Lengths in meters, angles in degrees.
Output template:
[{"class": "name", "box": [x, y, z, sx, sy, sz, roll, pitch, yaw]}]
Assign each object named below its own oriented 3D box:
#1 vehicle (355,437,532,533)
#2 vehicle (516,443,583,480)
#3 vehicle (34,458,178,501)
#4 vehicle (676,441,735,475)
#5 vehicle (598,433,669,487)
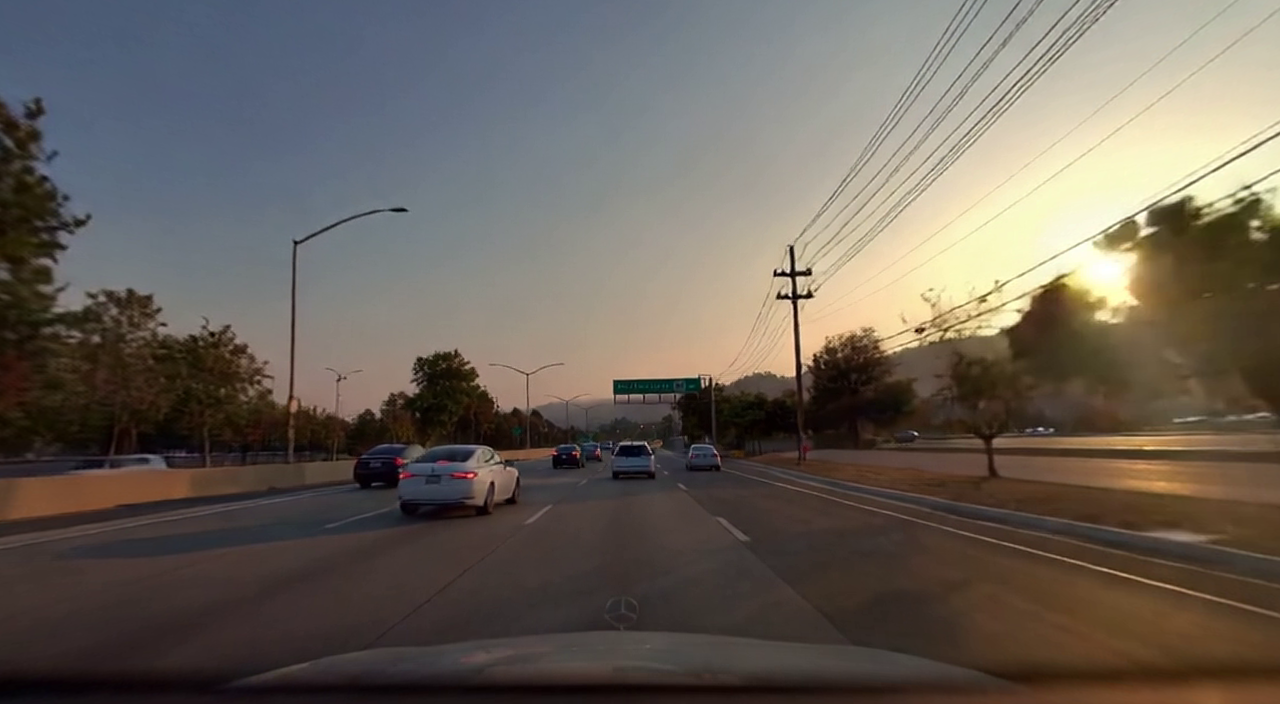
[{"class": "vehicle", "box": [-3.386, 2.357, 11.908, 1.958, 1.447, 4.454, 0, -8, -1]}, {"class": "vehicle", "box": [-3.794, 4.661, 27.290, 2.203, 1.425, 4.610, 0, -8, 0]}, {"class": "vehicle", "box": [-22.122, 5.251, 26.476, 2.048, 1.530, 4.605, 0, -8, -1]}, {"class": "vehicle", "box": [3.004, 4.961, 29.932, 2.197, 1.464, 4.356, 0, -8, -2]}, {"class": "vehicle", "box": [-0.217, 3.746, 22.258, 2.284, 1.699, 4.168, 0, -8, 0]}]
